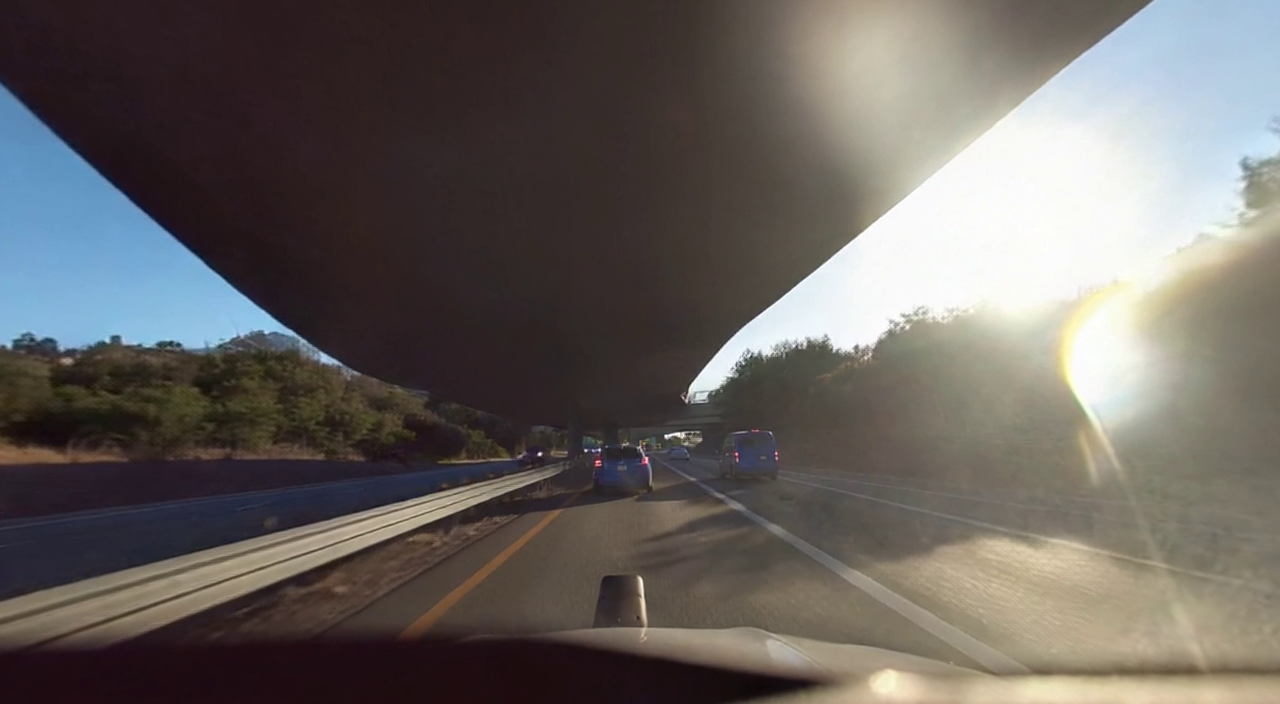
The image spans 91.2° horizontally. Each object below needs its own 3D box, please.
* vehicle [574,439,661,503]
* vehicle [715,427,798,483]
[{"bbox_3d":[-0.529,3.083,16.603,2.029,1.483,3.769,0,-9,0],"label":"vehicle"},{"bbox_3d":[4.451,4.050,24.855,2.261,1.952,4.784,0,-9,-1],"label":"vehicle"}]
